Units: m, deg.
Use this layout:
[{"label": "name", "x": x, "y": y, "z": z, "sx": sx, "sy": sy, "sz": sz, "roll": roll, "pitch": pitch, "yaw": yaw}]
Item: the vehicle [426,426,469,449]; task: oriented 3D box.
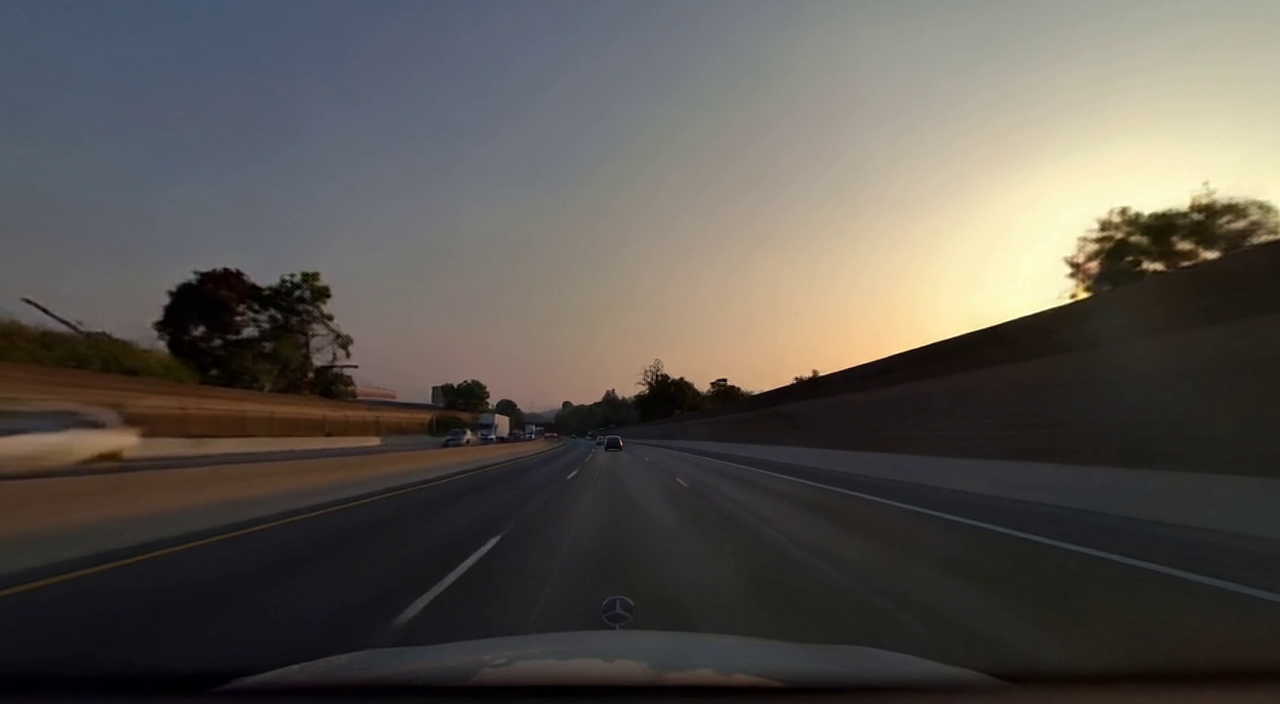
[{"label": "vehicle", "x": -13.931, "y": 6.239, "z": 45.920, "sx": 1.939, "sy": 1.547, "sz": 4.294, "roll": 0, "pitch": -8, "yaw": -2}]

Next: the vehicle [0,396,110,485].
[{"label": "vehicle", "x": -12.620, "y": 1.607, "z": 11.476, "sx": 2.117, "sy": 1.595, "sz": 4.463, "roll": 0, "pitch": -7, "yaw": -2}]
